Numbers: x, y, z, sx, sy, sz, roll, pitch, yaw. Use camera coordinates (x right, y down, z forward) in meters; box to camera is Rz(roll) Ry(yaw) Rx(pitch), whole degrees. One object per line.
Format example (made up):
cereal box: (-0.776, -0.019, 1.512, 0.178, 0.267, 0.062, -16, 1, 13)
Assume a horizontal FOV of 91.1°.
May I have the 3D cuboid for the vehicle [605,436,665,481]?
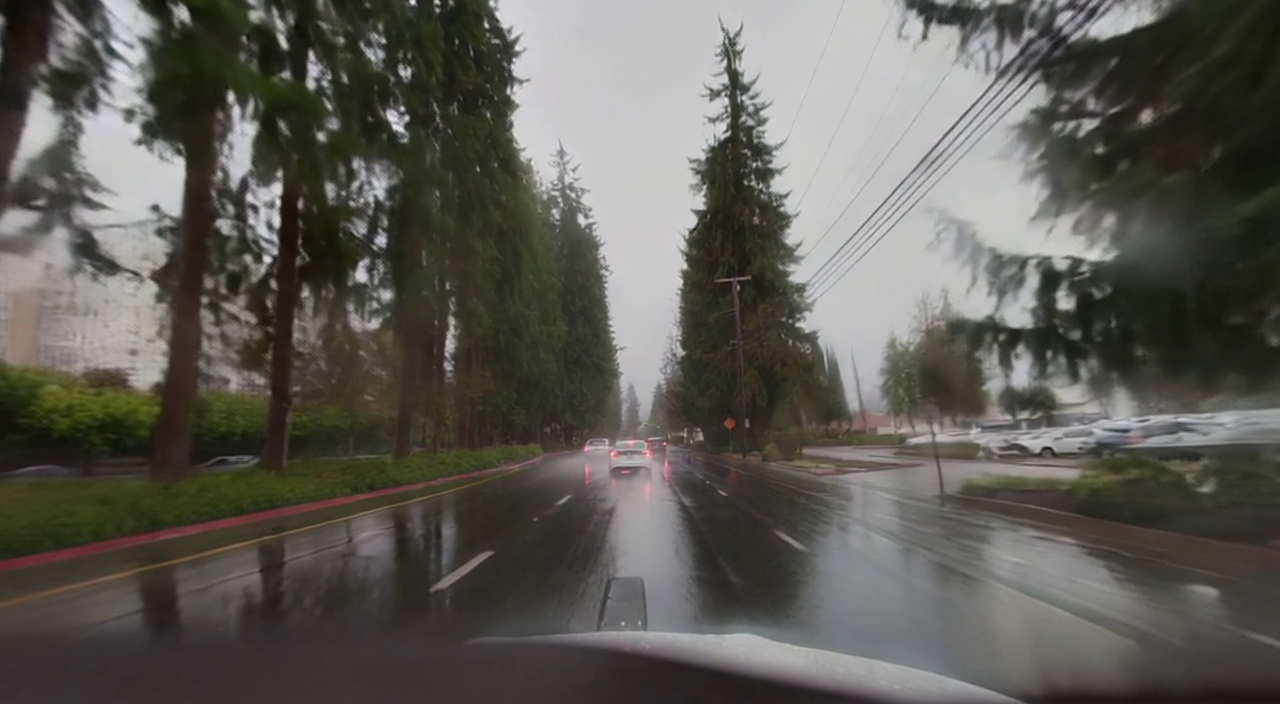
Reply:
vehicle: (-0.169, 3.827, 22.832, 1.991, 1.463, 3.988, 0, -8, 0)
